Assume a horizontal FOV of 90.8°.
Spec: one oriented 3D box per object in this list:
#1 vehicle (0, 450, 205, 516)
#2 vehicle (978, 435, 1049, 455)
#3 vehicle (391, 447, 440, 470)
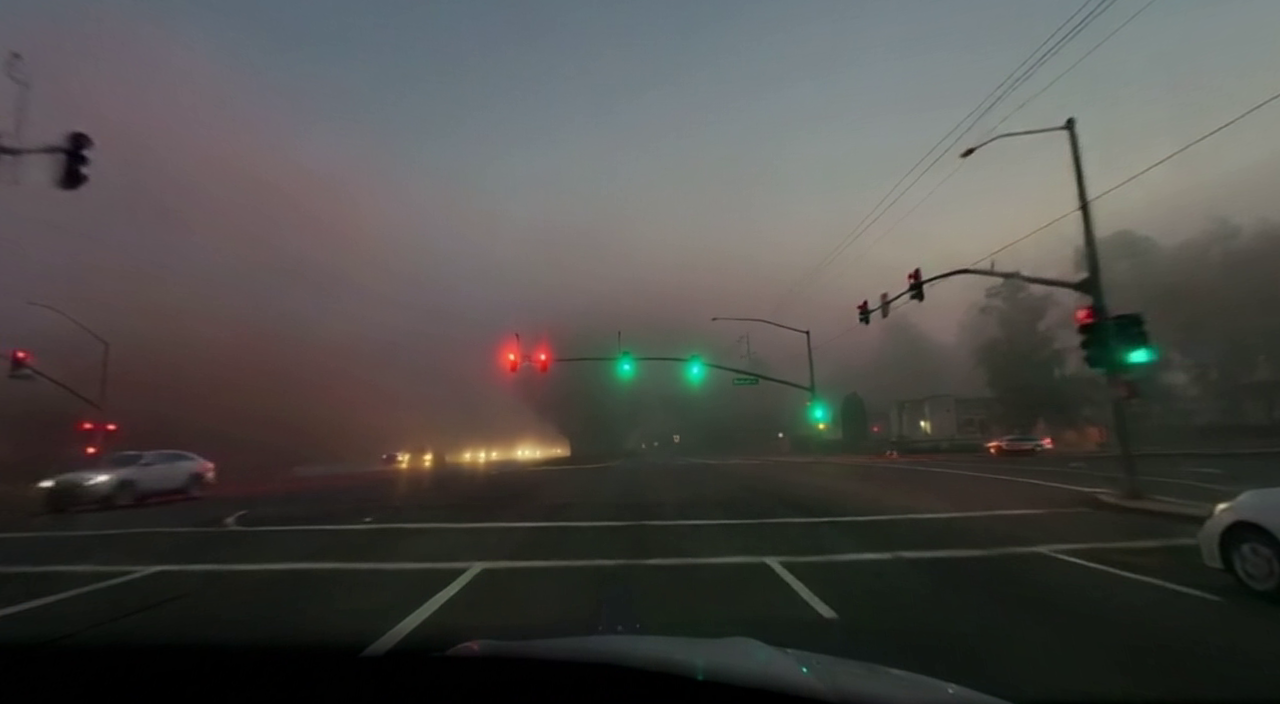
[{"bbox_3d":[-14.644,3.474,17.384,2.013,1.503,4.682,0,-8,-1],"label":"vehicle"},{"bbox_3d":[28.030,6.995,47.584,4.439,1.454,1.842,-5,-10,27],"label":"vehicle"},{"bbox_3d":[-15.568,7.371,44.043,1.891,1.484,4.441,0,-8,-1],"label":"vehicle"}]
